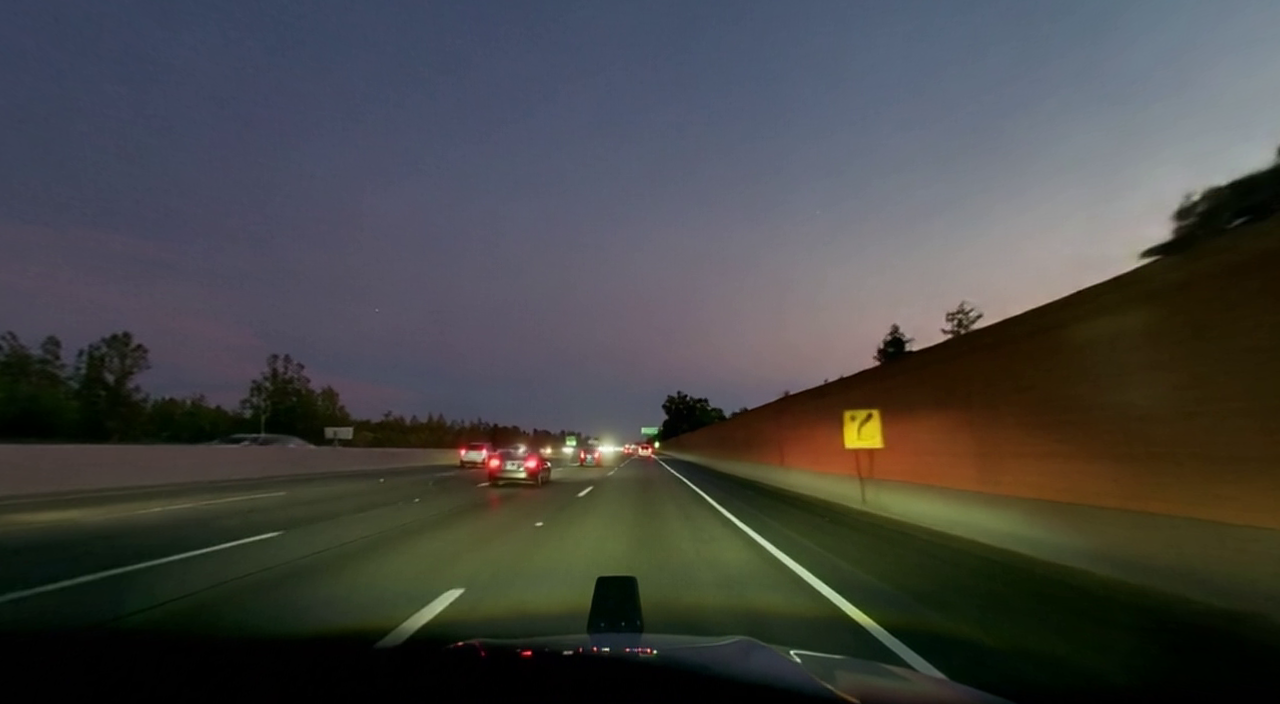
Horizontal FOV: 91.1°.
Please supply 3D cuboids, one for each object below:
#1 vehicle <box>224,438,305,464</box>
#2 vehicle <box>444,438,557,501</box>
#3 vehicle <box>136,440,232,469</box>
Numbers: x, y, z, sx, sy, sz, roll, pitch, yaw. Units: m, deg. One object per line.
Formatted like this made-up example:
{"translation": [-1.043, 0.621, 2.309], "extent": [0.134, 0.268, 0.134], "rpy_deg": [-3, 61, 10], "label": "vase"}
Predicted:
{"translation": [-28.332, 7.485, 47.725], "extent": [2.193, 1.808, 6.391], "rpy_deg": [0, -8, 1], "label": "vehicle"}
{"translation": [-3.651, 3.153, 17.413], "extent": [1.945, 1.484, 4.803], "rpy_deg": [0, -8, 1], "label": "vehicle"}
{"translation": [-24.522, 5.505, 33.983], "extent": [1.812, 1.484, 4.465], "rpy_deg": [0, -8, 0], "label": "vehicle"}
